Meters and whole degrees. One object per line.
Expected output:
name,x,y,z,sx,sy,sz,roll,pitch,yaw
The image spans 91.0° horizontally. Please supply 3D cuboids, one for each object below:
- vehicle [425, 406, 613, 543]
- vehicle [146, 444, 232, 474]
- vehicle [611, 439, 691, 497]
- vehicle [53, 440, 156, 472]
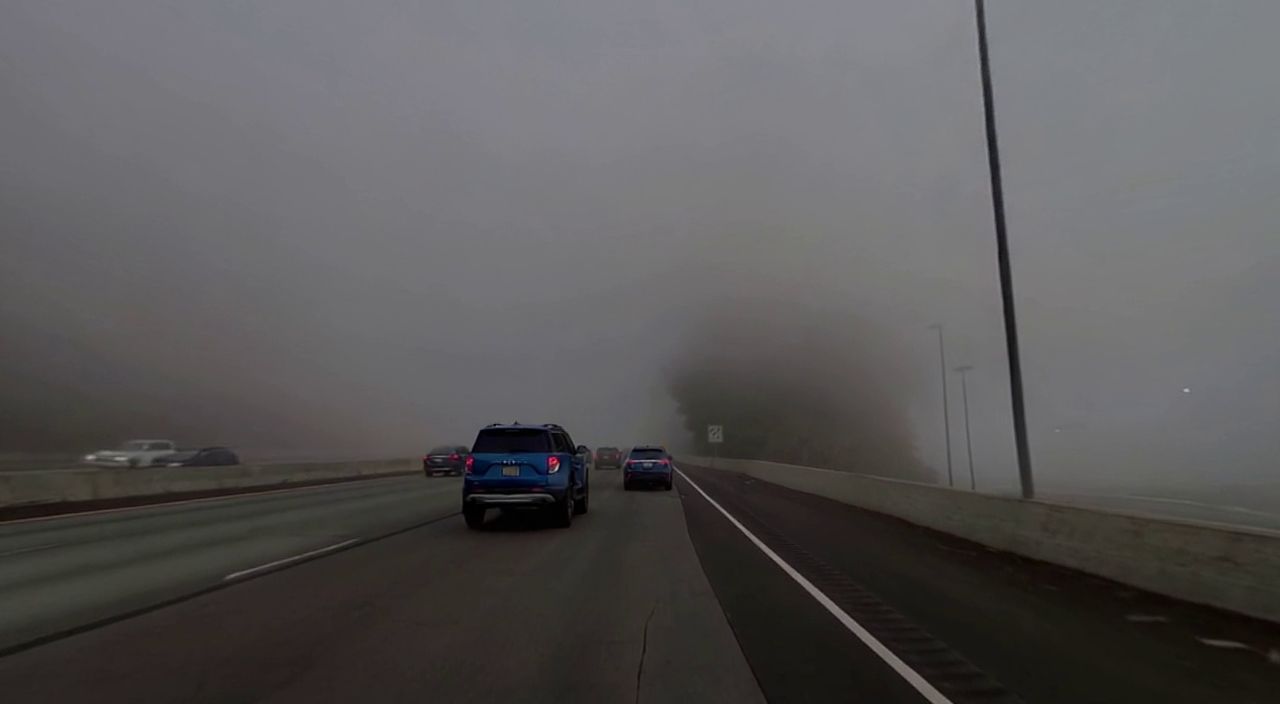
vehicle,-1.691,1.936,10.460,2.123,1.798,4.108,0,-9,3
vehicle,-24.172,5.715,33.923,1.631,1.470,3.783,-1,-8,3
vehicle,0.349,3.337,18.450,2.068,1.488,4.045,0,-9,2
vehicle,-28.684,5.600,33.938,1.804,1.610,4.057,0,-9,3
